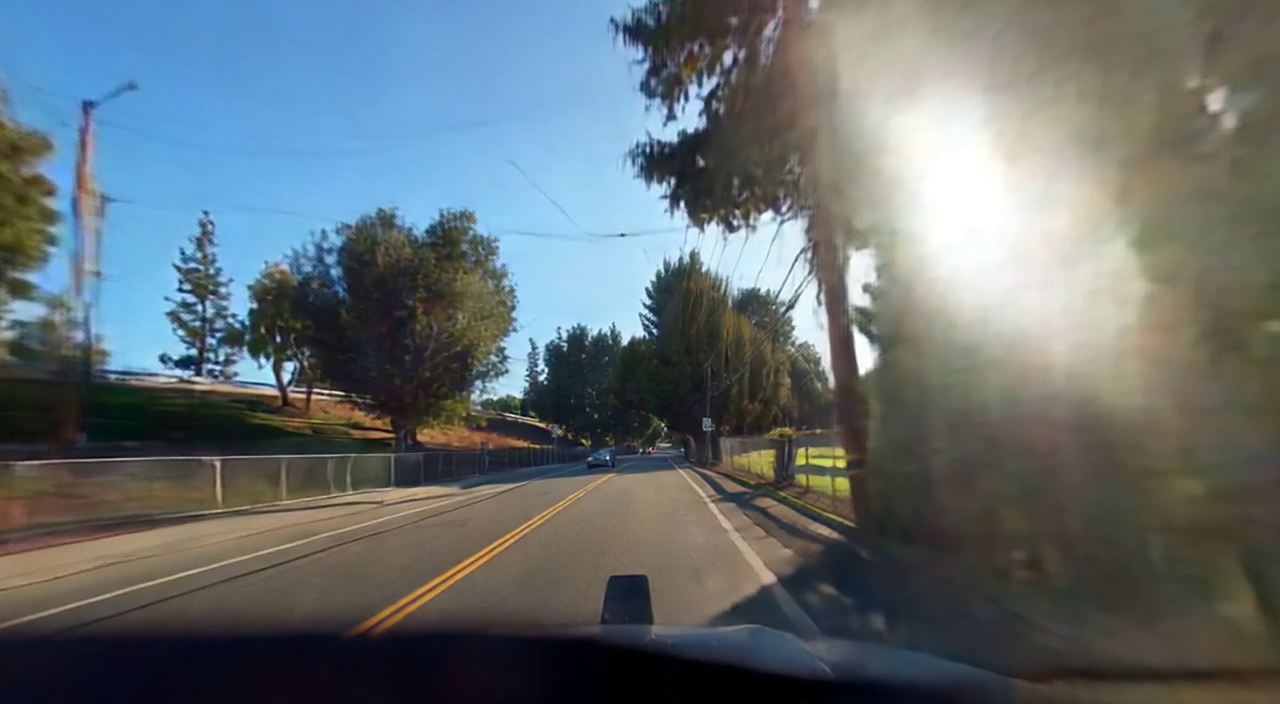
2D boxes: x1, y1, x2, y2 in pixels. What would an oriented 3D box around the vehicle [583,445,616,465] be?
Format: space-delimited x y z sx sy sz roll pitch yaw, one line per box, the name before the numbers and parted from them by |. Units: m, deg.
vehicle | -3.075 7.956 48.714 1.975 1.481 4.445 -1 -9 3
